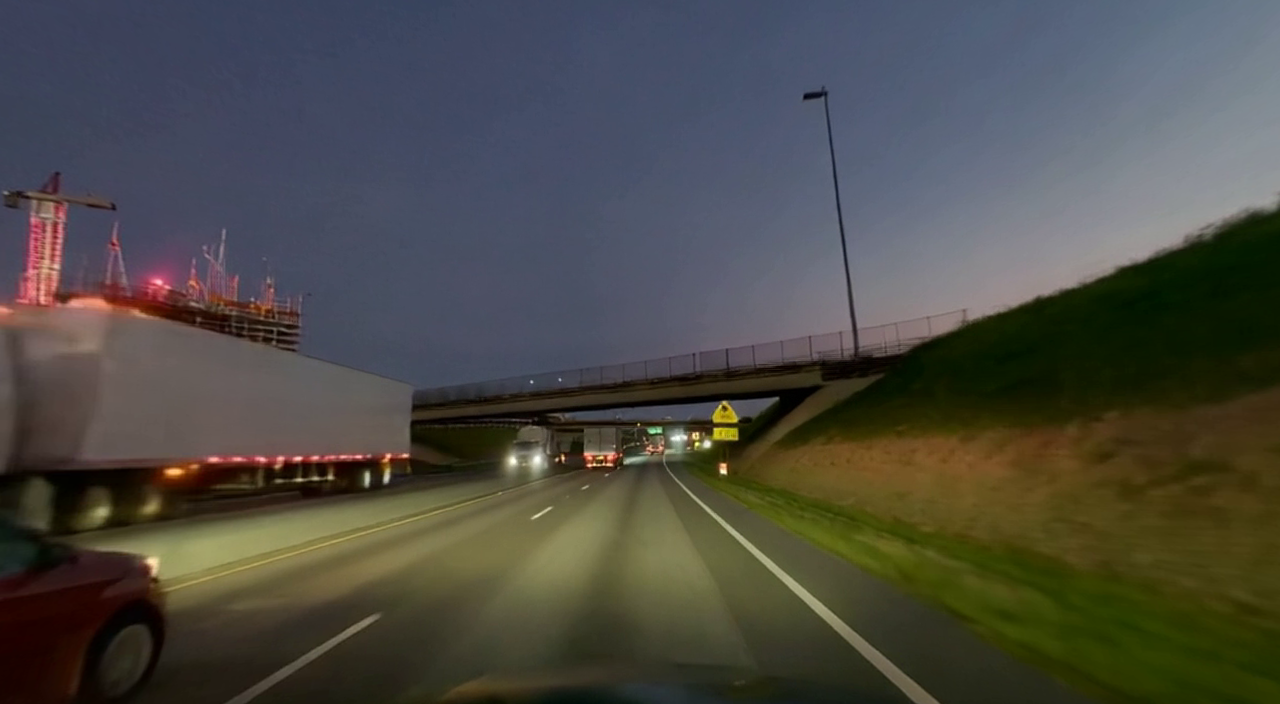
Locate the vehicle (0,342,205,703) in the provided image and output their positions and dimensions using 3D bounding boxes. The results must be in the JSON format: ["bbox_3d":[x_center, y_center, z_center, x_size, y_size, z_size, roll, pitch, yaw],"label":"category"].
[{"bbox_3d":[-3.322,0.640,1.147,2.194,1.648,3.984,0,-9,-1],"label":"vehicle"}]

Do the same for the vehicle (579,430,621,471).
[{"bbox_3d":[-2.803,7.212,46.272,2.565,2.771,6.641,0,-9,1],"label":"vehicle"}]
